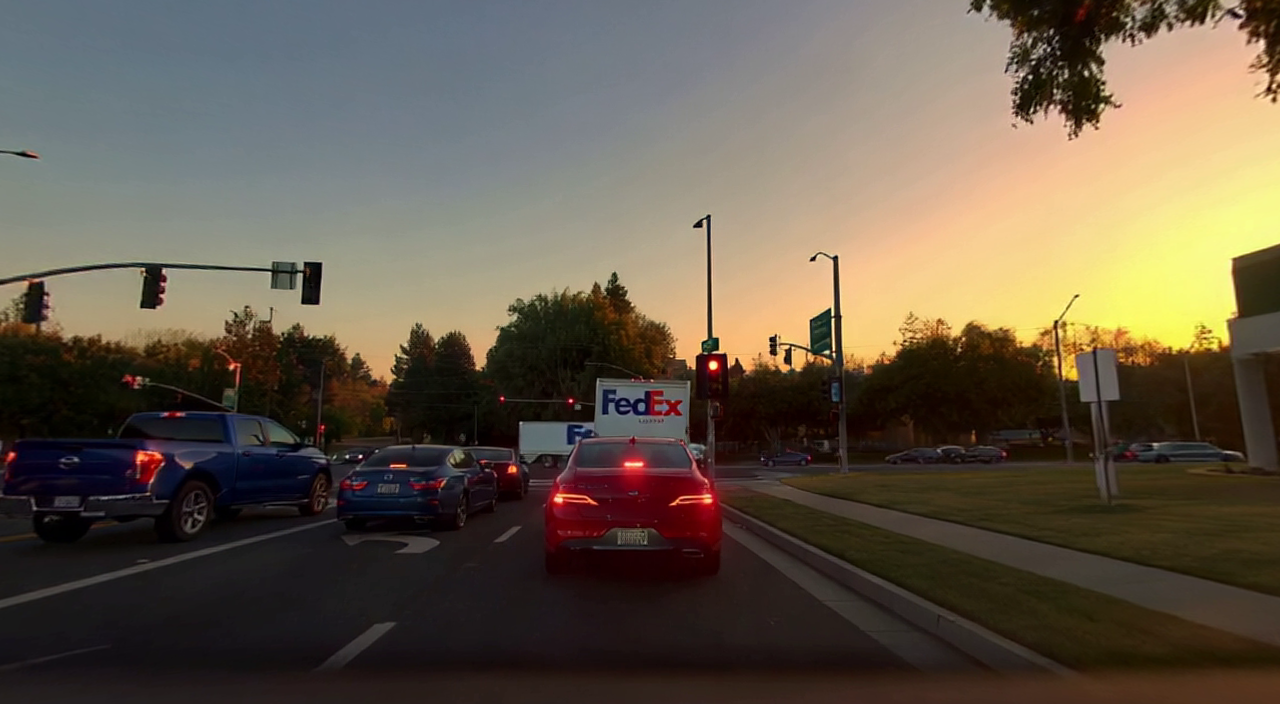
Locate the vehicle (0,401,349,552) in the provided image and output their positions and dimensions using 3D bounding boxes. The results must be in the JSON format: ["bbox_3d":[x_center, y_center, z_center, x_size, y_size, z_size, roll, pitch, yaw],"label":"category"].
[{"bbox_3d":[-7.289,1.981,10.730,2.125,1.893,5.498,0,-9,-2],"label":"vehicle"}]

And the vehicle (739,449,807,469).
[{"bbox_3d":[10.274,8.282,48.650,4.841,1.494,1.829,1,-9,-5],"label":"vehicle"}]

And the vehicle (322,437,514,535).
[{"bbox_3d":[-3.873,2.397,11.929,1.949,1.487,4.390,0,-9,1],"label":"vehicle"}]

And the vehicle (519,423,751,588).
[{"bbox_3d":[-0.051,1.746,8.011,2.145,1.513,4.269,0,-9,0],"label":"vehicle"}]
